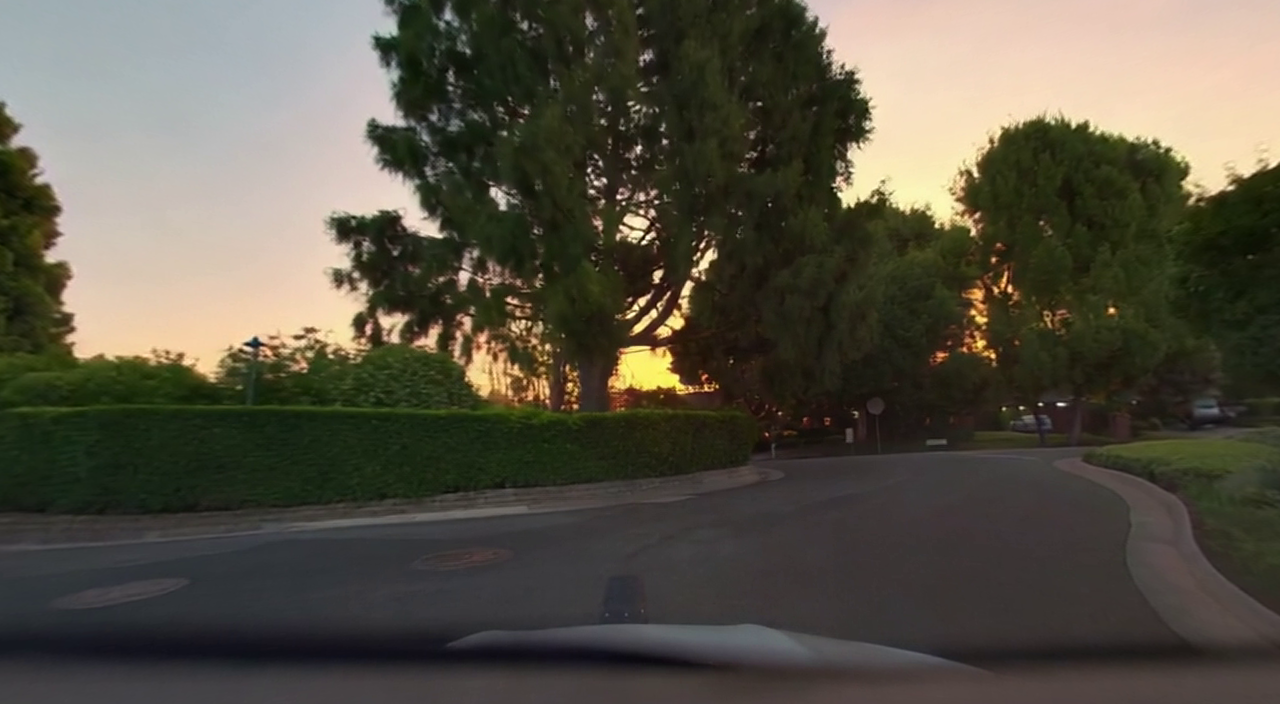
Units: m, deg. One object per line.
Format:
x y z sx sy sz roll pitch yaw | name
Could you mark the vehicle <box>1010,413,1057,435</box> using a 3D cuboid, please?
28.102 5.159 45.127 1.802 1.548 3.501 -2 -7 15 | vehicle
